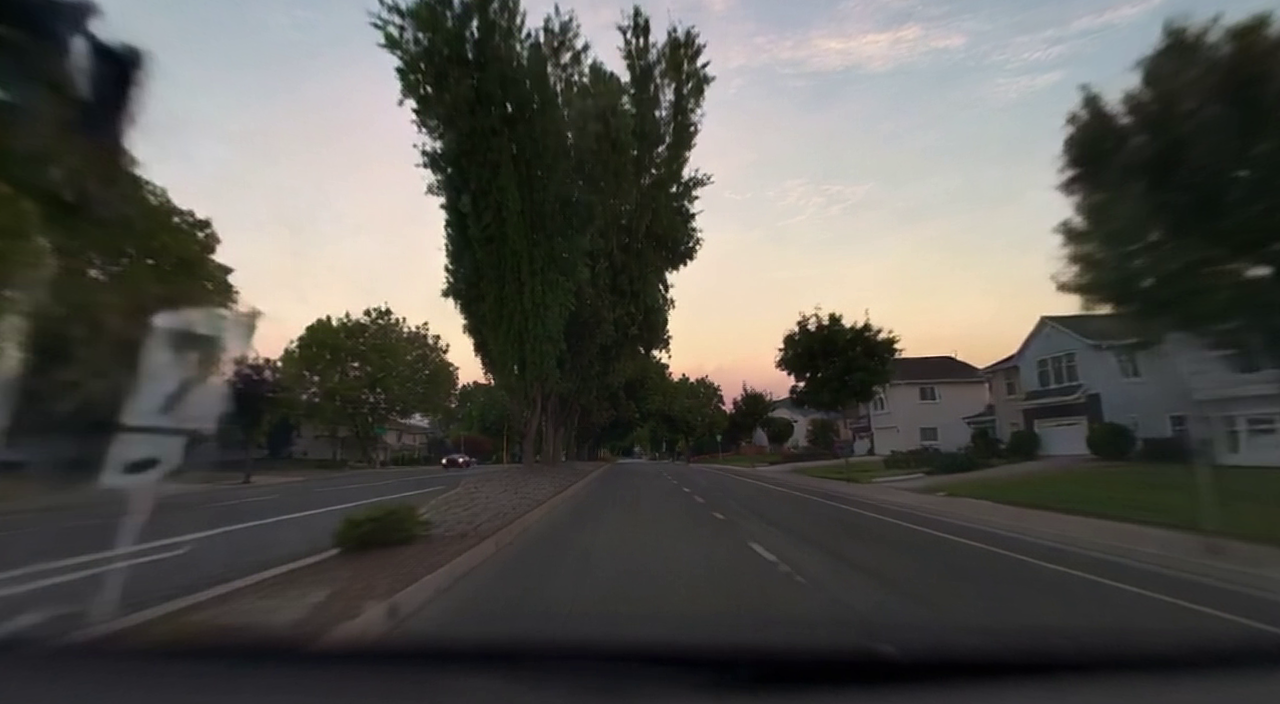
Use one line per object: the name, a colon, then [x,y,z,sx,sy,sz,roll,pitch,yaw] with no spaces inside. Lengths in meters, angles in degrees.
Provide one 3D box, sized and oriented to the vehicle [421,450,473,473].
vehicle: [-13.543,7.595,44.149,2.068,1.502,4.643,6,-11,-34]
